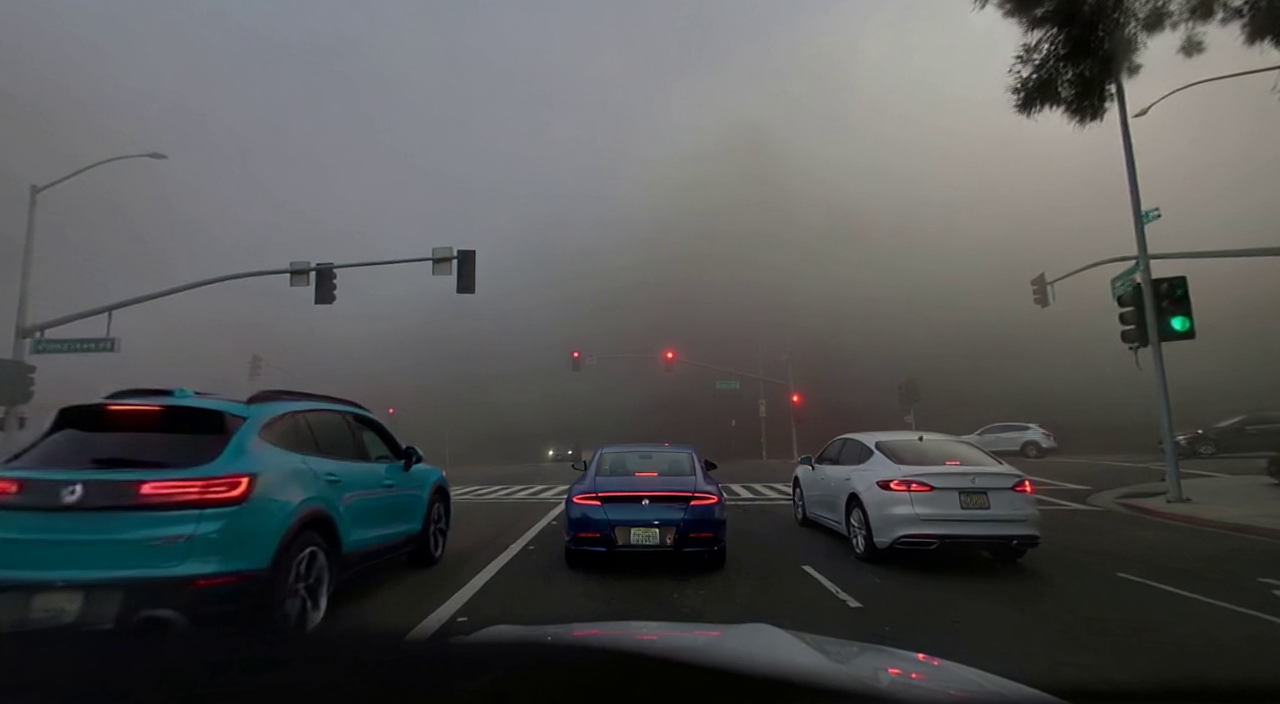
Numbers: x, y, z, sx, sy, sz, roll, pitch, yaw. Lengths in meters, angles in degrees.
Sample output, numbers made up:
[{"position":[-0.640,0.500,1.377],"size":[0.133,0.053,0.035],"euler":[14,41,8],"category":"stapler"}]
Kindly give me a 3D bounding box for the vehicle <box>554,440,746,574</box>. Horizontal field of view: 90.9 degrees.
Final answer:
[{"position":[0.114,1.869,8.398],"size":[1.945,1.343,3.827],"euler":[0,-8,0],"category":"vehicle"}]

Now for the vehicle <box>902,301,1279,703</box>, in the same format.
[{"position":[3.100,0.804,2.532],"size":[2.143,1.759,4.531],"euler":[0,-8,0],"category":"vehicle"}]

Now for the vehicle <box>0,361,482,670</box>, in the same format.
[{"position":[-3.236,1.295,6.135],"size":[2.061,1.781,4.842],"euler":[0,-8,1],"category":"vehicle"}]
